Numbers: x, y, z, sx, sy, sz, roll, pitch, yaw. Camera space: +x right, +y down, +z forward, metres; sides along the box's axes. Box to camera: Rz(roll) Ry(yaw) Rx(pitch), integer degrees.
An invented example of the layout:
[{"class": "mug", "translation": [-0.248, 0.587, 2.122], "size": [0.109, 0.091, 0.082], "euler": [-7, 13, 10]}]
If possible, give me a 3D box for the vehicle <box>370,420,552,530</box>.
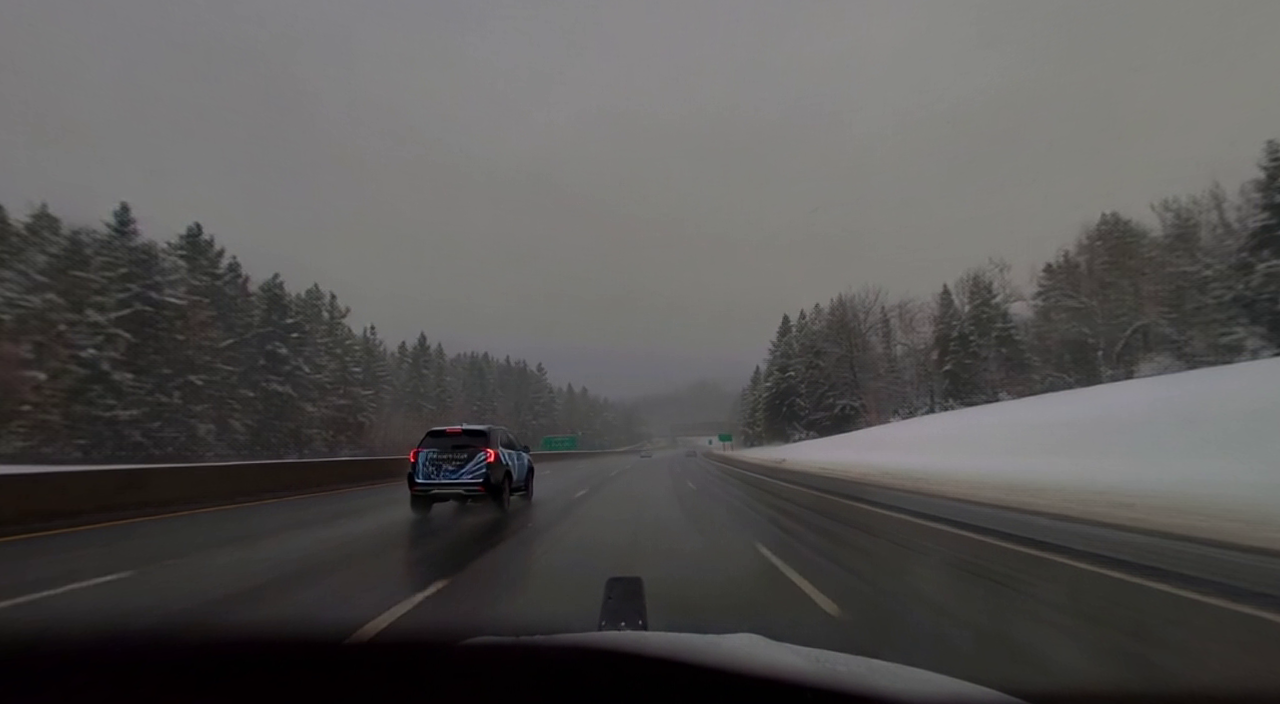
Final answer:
[{"class": "vehicle", "translation": [-3.331, 2.403, 12.938], "size": [2.183, 1.803, 4.685], "euler": [0, -8, 2]}]
